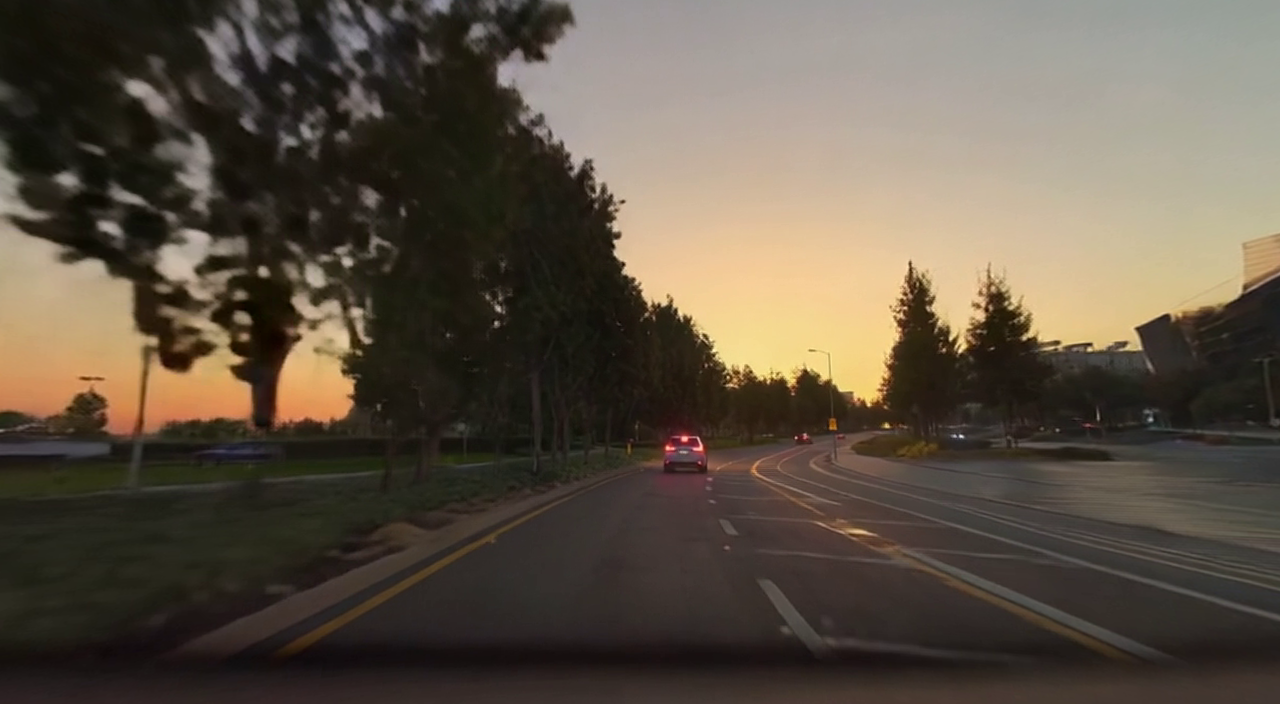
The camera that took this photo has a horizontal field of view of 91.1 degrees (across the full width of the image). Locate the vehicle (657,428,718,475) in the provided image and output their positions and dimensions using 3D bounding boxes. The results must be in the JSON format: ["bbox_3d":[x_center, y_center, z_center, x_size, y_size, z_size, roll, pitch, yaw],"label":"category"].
[{"bbox_3d":[2.322,4.564,29.088,2.371,1.926,5.615,-1,-8,8],"label":"vehicle"}]

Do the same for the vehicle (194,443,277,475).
[{"bbox_3d":[-20.499,5.407,32.032,1.829,1.501,4.149,1,-8,-6],"label":"vehicle"}]
